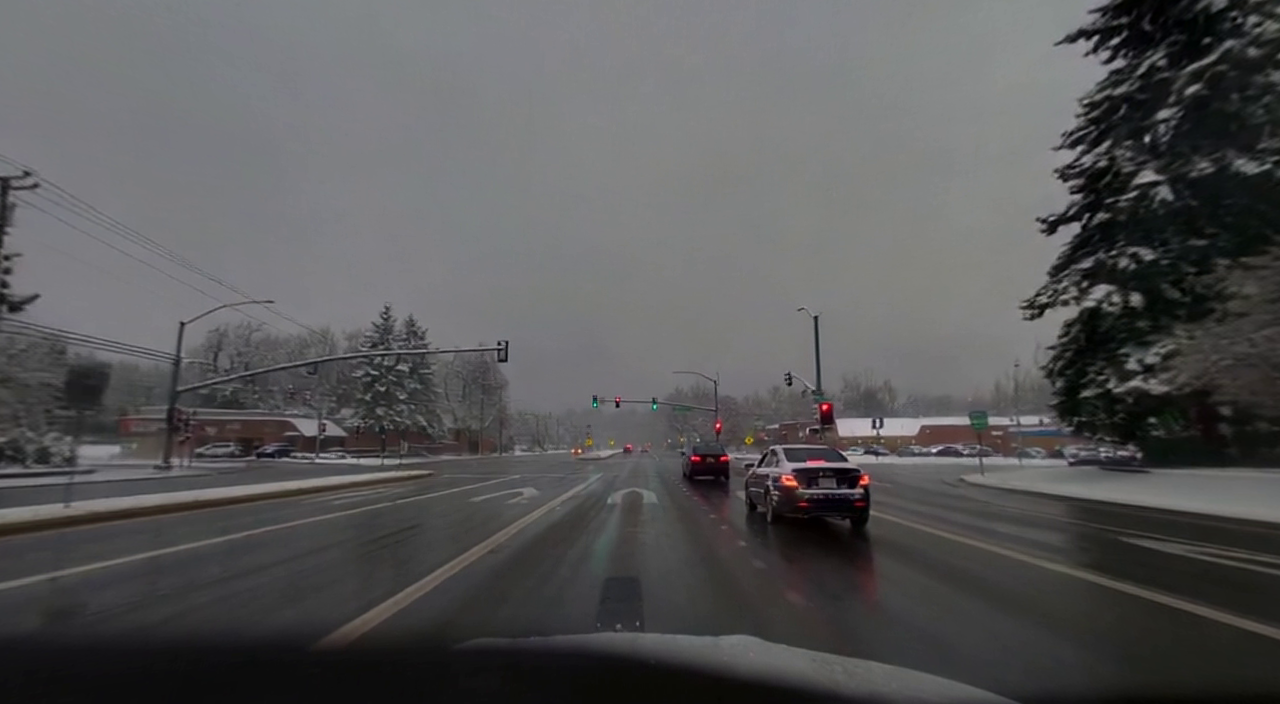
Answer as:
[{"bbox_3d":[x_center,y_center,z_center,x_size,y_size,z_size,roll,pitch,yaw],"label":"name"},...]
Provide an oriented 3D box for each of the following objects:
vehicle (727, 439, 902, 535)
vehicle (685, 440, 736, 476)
[{"bbox_3d":[3.004,2.407,11.988,2.004,1.455,4.417,0,-8,-1],"label":"vehicle"},{"bbox_3d":[3.489,5.370,32.226,2.128,1.699,4.222,0,-8,0],"label":"vehicle"}]
